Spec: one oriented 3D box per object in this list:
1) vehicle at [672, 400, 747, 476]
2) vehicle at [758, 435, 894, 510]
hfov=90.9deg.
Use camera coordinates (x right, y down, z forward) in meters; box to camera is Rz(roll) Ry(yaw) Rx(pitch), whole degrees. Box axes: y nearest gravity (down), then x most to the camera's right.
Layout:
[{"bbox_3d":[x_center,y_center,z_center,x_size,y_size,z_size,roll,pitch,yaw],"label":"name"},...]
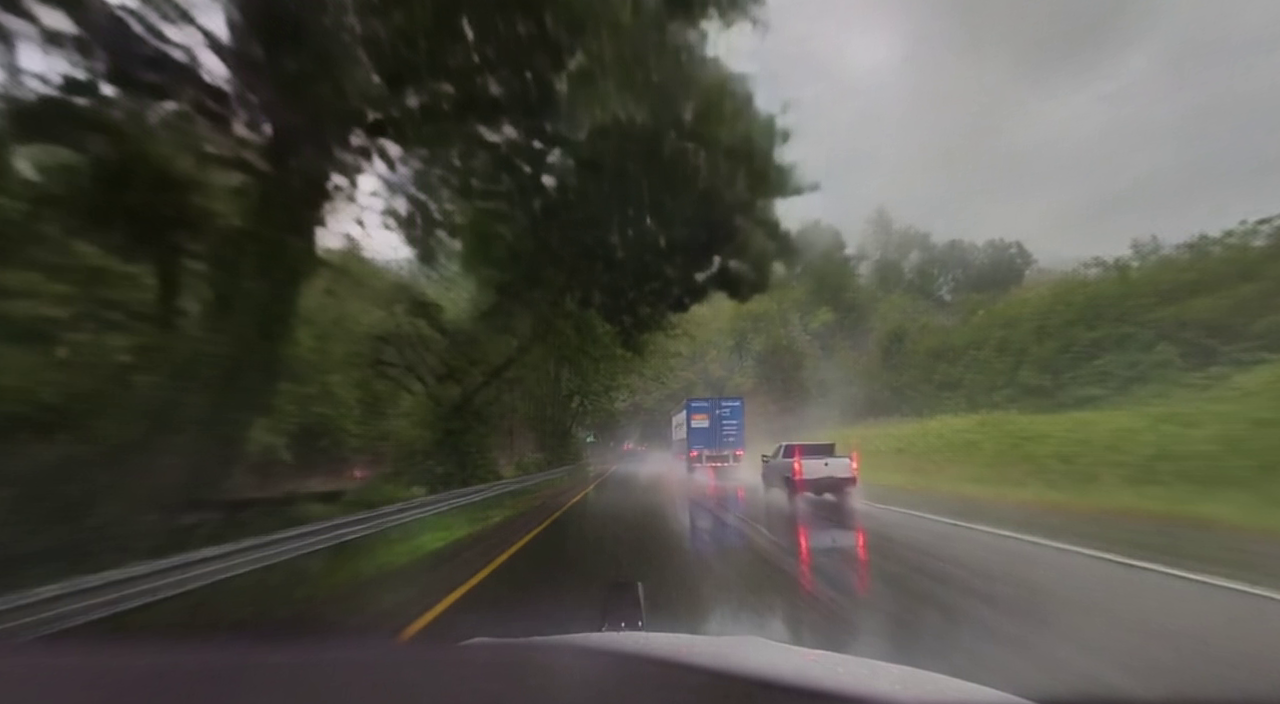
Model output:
[{"bbox_3d":[4.168,5.807,41.549,3.231,4.102,14.393,0,-9,0],"label":"vehicle"},{"bbox_3d":[4.714,3.123,16.816,2.118,1.688,4.715,0,-9,-1],"label":"vehicle"}]
